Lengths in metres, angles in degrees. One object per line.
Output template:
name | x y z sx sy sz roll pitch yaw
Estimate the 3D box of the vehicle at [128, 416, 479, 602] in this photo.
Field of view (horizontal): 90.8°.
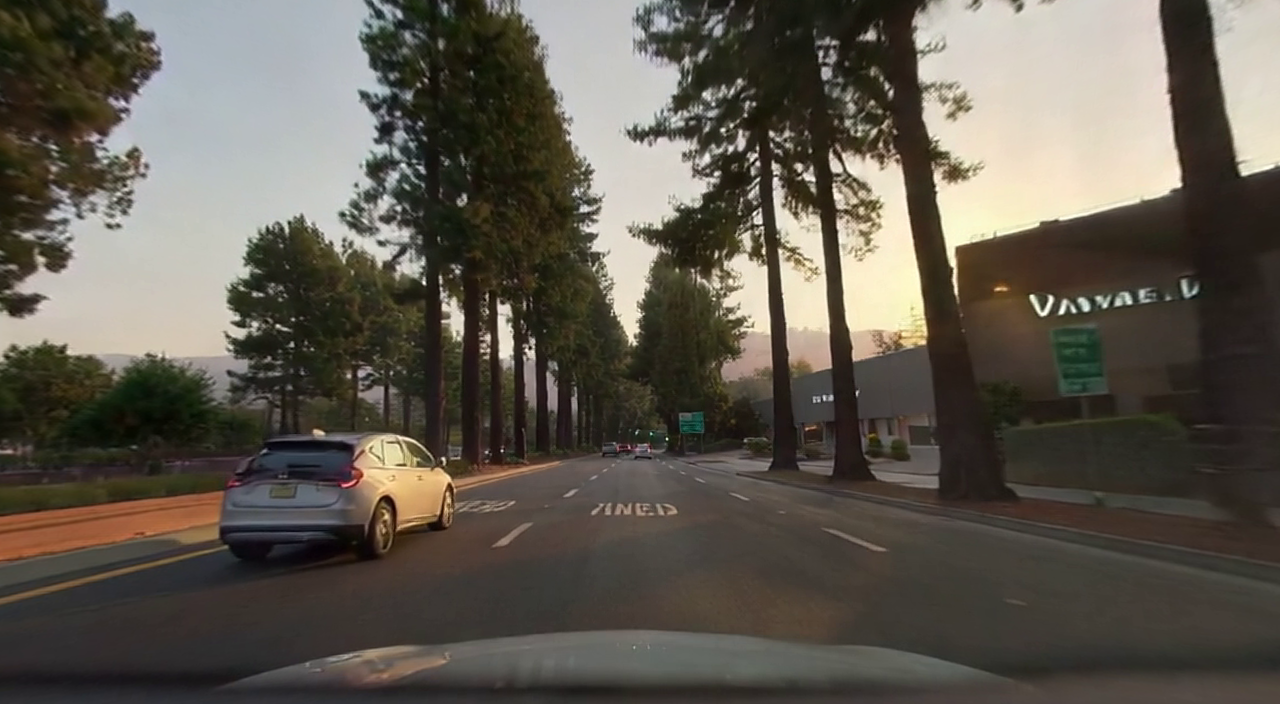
vehicle | -3.464 1.676 7.643 1.942 1.588 4.172 0 -9 0
